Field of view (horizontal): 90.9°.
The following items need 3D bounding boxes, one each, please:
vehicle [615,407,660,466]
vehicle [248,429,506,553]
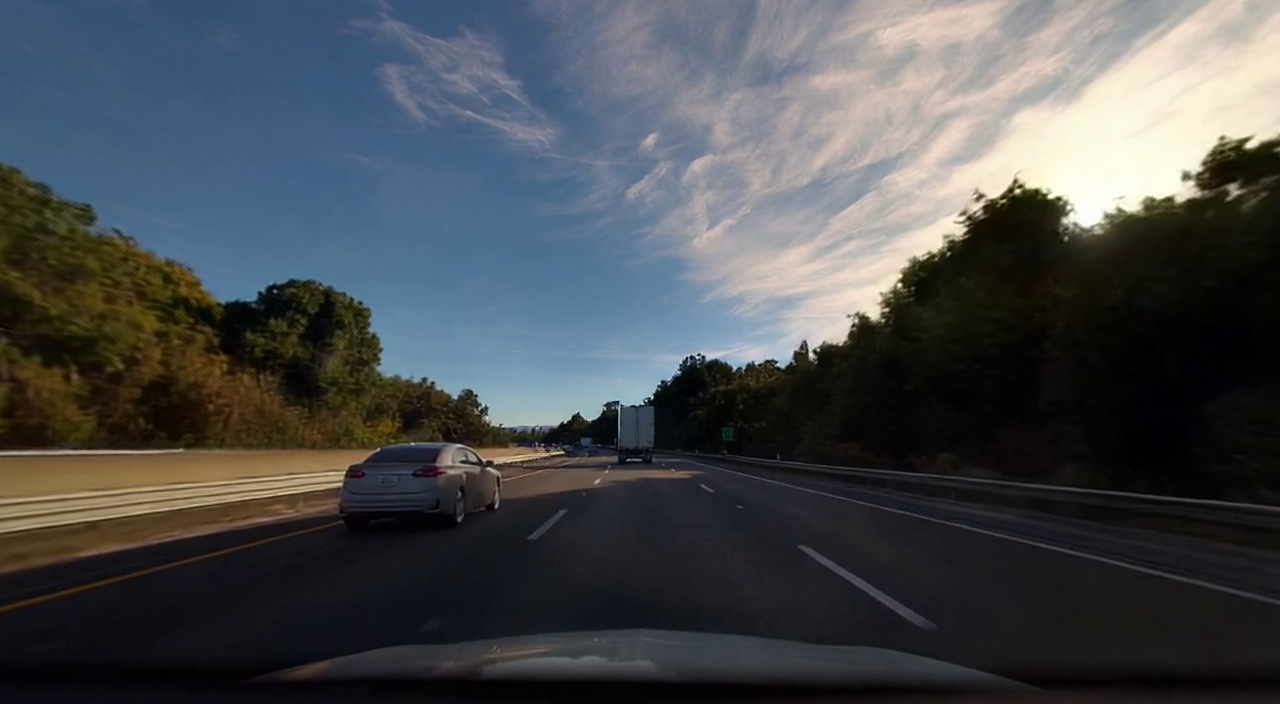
[{"bbox_3d":[-0.357,6.479,47.520,2.962,3.953,10.696,0,-9,-2],"label":"vehicle"},{"bbox_3d":[-3.734,2.072,10.143,2.080,1.488,4.781,0,-9,0],"label":"vehicle"}]
